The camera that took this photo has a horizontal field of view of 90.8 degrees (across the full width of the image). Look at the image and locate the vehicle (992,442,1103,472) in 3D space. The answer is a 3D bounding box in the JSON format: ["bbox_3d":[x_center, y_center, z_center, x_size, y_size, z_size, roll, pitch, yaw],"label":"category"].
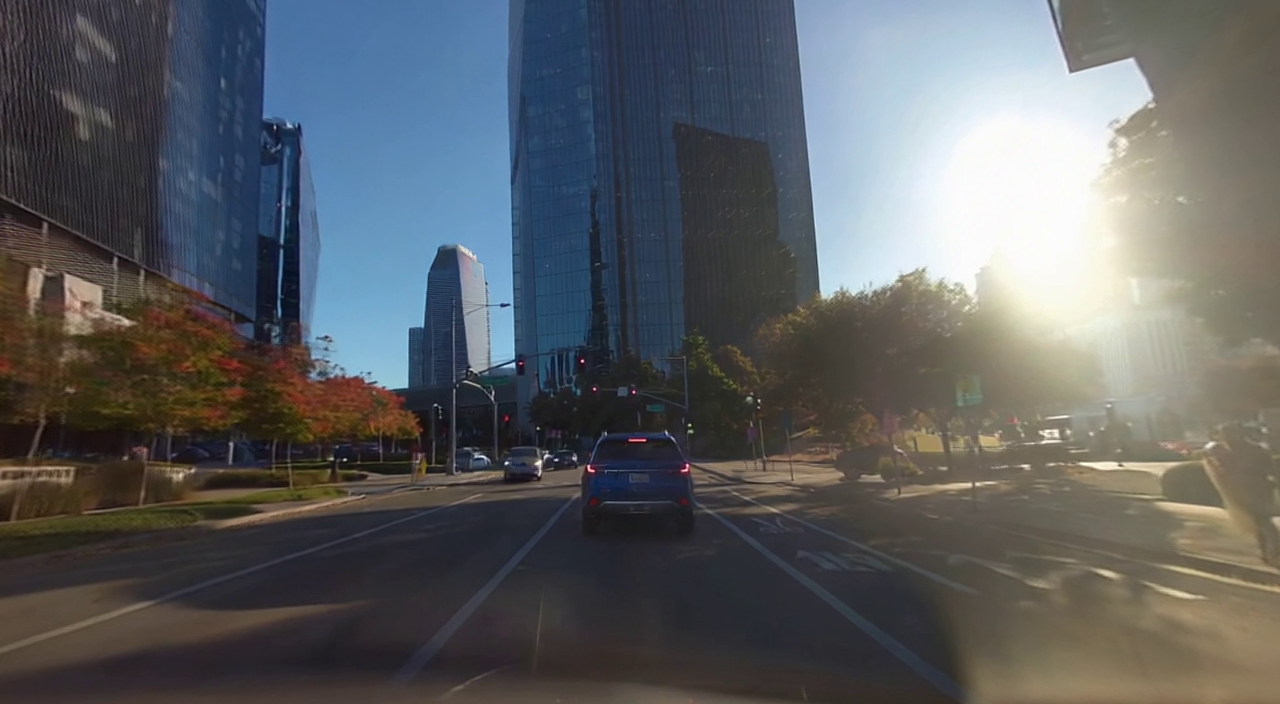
[{"bbox_3d":[22.388,5.763,34.851,4.571,1.558,2.171,0,-9,-2],"label":"vehicle"}]

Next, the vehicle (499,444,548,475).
[{"bbox_3d":[-6.584,6.101,36.113,2.028,1.655,4.189,0,-9,-1],"label":"vehicle"}]

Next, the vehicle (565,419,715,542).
[{"bbox_3d":[-0.074,2.175,11.304,2.183,1.765,4.059,0,-9,-2],"label":"vehicle"}]

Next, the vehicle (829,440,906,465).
[{"bbox_3d":[15.112,6.708,42.164,4.422,1.563,1.751,0,-9,-2],"label":"vehicle"}]
